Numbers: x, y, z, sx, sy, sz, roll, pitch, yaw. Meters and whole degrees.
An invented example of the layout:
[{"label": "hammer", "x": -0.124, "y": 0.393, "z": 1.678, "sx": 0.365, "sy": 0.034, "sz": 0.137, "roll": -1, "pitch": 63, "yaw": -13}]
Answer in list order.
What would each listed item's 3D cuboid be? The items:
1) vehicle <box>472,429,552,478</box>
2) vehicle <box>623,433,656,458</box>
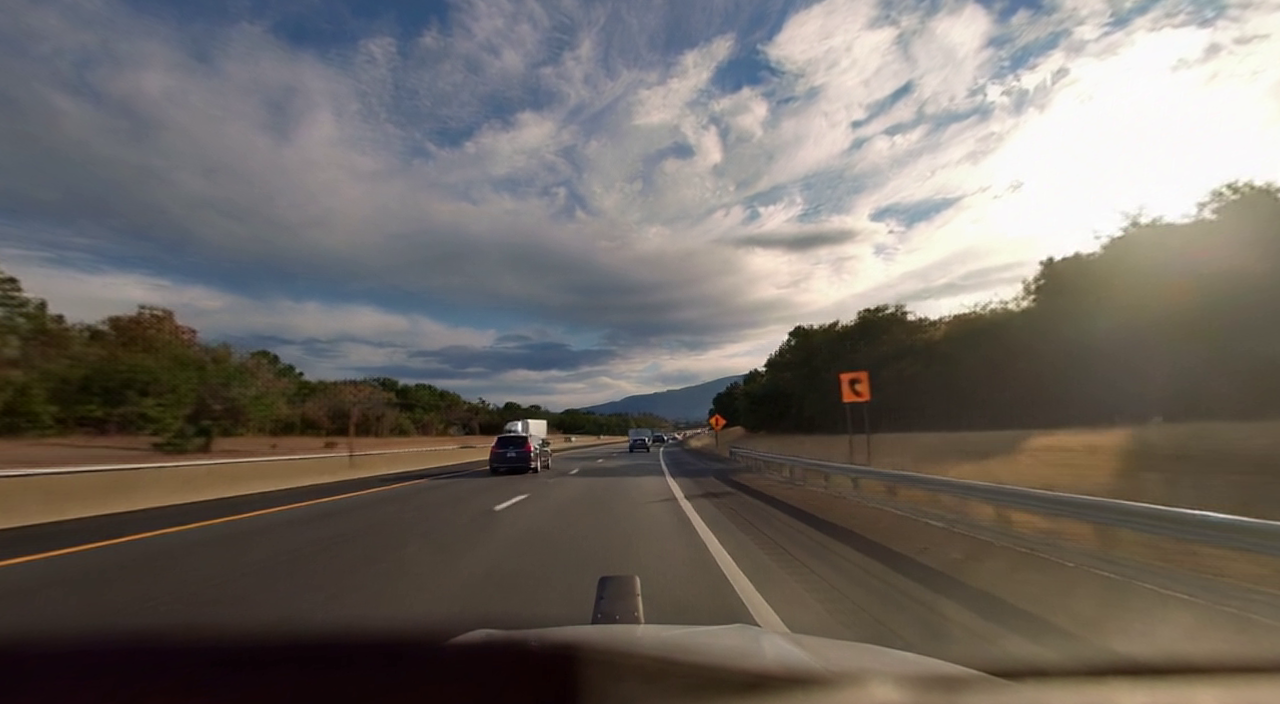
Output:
[{"label": "vehicle", "x": -4.683, "y": 3.793, "z": 23.716, "sx": 2.075, "sy": 1.653, "sz": 4.317, "roll": -1, "pitch": -8, "yaw": 1}, {"label": "vehicle", "x": -0.056, "y": 6.492, "z": 43.758, "sx": 2.146, "sy": 1.636, "sz": 4.026, "roll": 0, "pitch": -8, "yaw": 0}]
